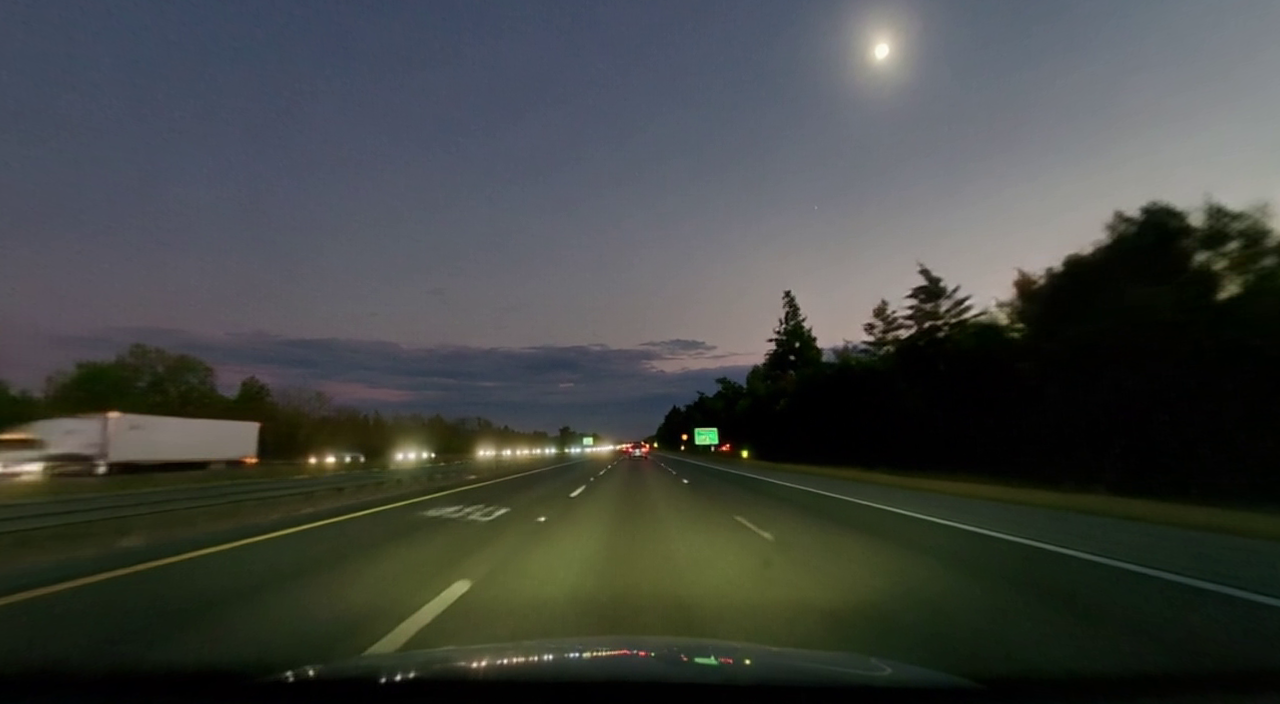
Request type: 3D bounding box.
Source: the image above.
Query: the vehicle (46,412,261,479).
[{"bbox_3d":[-36.171,7.273,48.853,3.404,4.230,16.727,0,-9,0],"label":"vehicle"}]

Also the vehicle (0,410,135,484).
[{"bbox_3d":[-36.113,5.830,38.842,3.039,4.027,8.444,0,-9,-1],"label":"vehicle"}]
